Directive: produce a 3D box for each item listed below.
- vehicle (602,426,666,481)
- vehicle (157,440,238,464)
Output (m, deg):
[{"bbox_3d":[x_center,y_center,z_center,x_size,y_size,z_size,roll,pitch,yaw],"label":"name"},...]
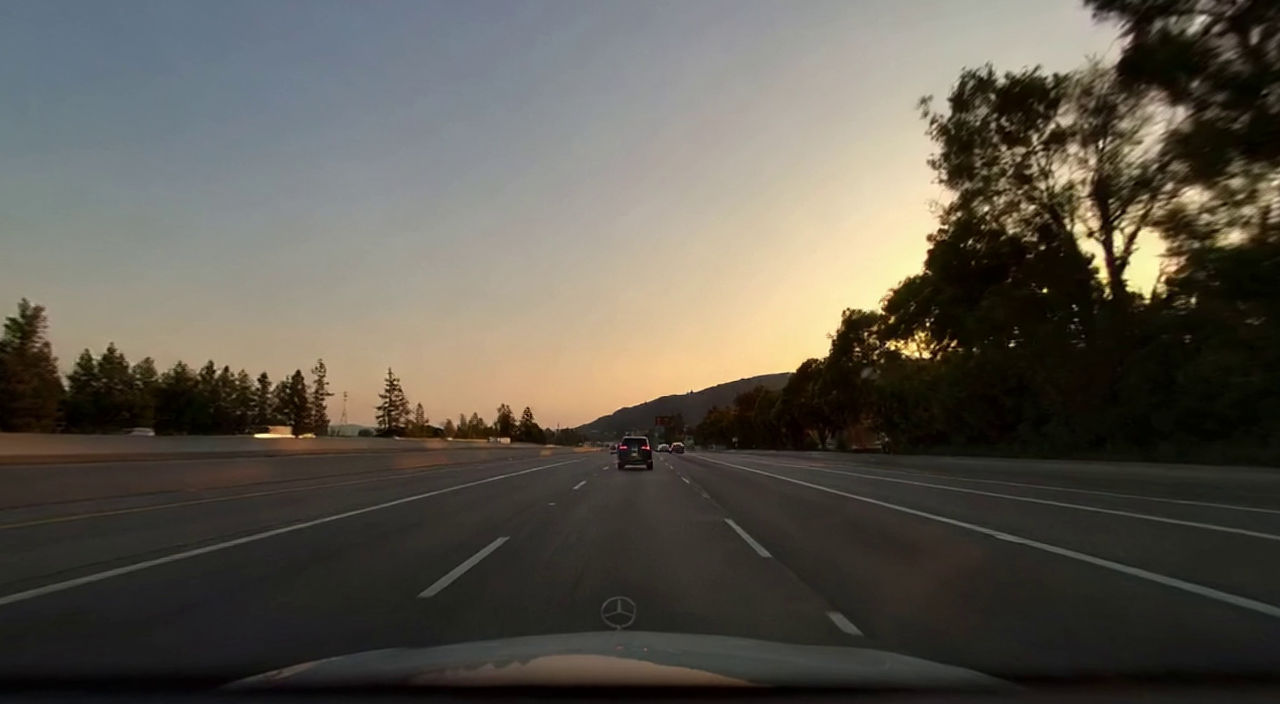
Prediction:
[{"bbox_3d":[-0.178,3.911,24.637,2.269,1.924,4.596,0,-8,1],"label":"vehicle"},{"bbox_3d":[-29.710,6.740,42.644,1.917,1.509,4.817,0,-8,1],"label":"vehicle"}]
